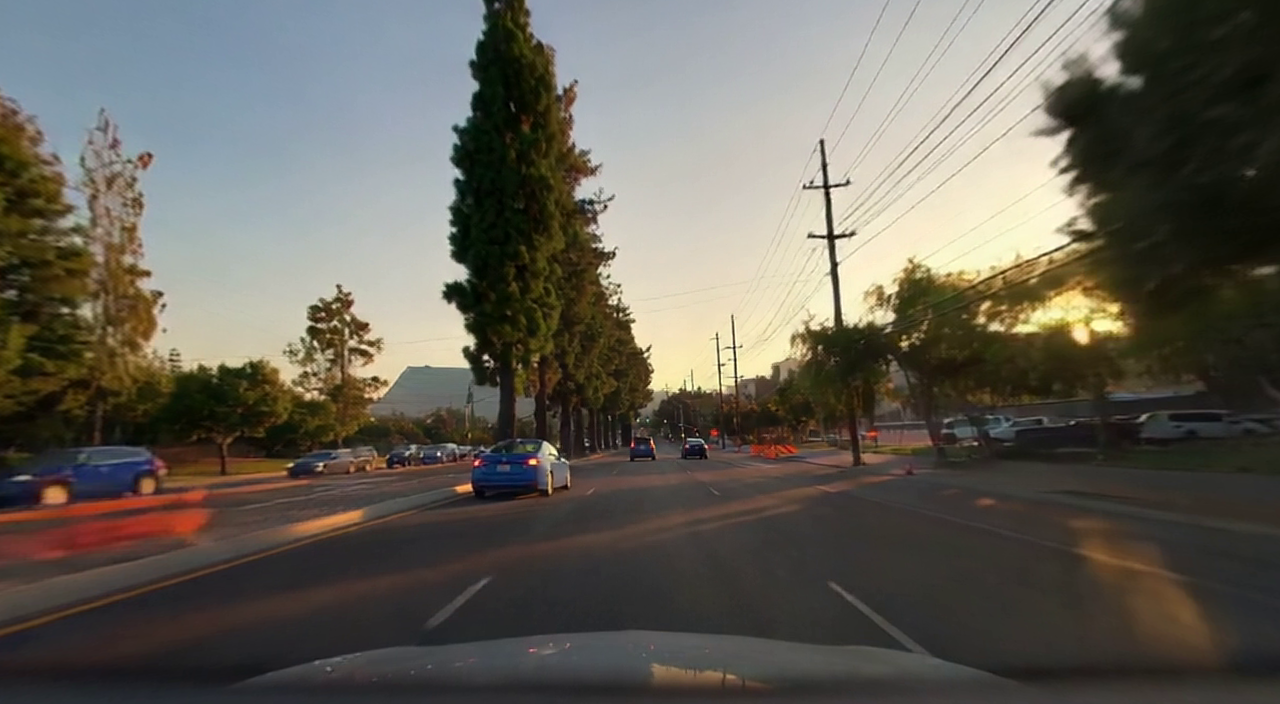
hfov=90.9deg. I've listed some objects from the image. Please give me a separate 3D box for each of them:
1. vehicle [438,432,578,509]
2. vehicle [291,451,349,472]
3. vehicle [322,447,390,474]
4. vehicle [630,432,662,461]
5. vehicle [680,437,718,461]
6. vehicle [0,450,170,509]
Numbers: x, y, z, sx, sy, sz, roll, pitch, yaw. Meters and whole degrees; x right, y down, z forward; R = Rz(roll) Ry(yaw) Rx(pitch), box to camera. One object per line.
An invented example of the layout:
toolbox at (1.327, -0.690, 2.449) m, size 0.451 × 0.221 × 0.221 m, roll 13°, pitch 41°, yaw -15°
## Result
vehicle at (-2.805, 2.640, 14.696) m, size 2.087 × 1.480 × 4.825 m, roll 0°, pitch -8°, yaw 2°
vehicle at (-23.679, 8.106, 46.890) m, size 1.868 × 1.473 × 4.776 m, roll 0°, pitch -9°, yaw -1°
vehicle at (-16.756, 6.406, 37.497) m, size 1.913 × 1.488 × 4.507 m, roll 0°, pitch -8°, yaw 0°
vehicle at (0.368, 6.364, 42.712) m, size 2.060 × 1.845 × 4.151 m, roll 0°, pitch -8°, yaw 0°
vehicle at (3.869, 6.484, 42.310) m, size 2.142 × 1.475 × 4.565 m, roll 0°, pitch -8°, yaw 0°
vehicle at (-16.856, 3.792, 19.203) m, size 1.879 × 1.545 × 3.943 m, roll 0°, pitch -8°, yaw 2°
